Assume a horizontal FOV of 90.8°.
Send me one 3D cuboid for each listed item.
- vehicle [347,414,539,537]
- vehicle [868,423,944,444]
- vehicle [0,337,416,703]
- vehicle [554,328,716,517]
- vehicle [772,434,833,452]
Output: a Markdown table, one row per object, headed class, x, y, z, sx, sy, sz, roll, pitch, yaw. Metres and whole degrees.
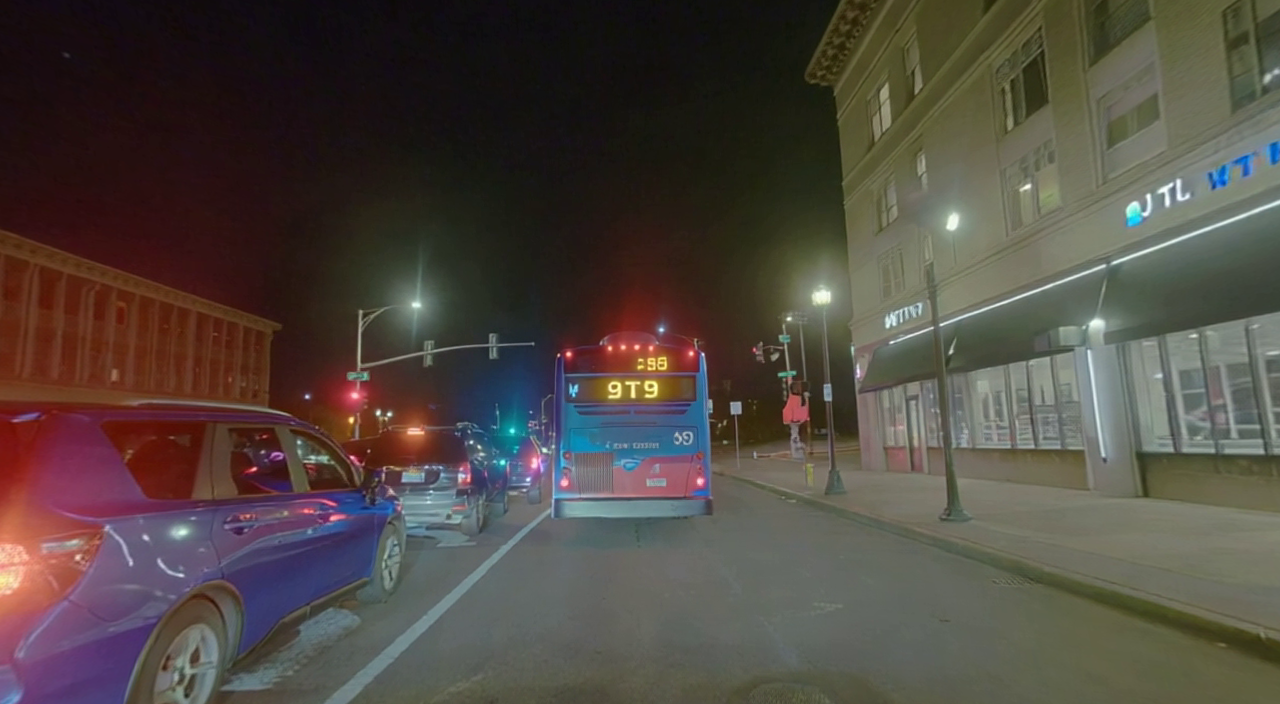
| class | x | y | z | sx | sy | sz | roll | pitch | yaw |
| --- | --- | --- | --- | --- | --- | --- | --- | --- | --- |
| vehicle | -3.345 | 2.210 | 11.893 | 2.096 | 1.828 | 4.669 | 0 | -8 | 0 |
| vehicle | 19.832 | 6.111 | 47.191 | 4.827 | 1.555 | 1.863 | 1 | -9 | -6 |
| vehicle | -3.217 | 1.090 | 3.963 | 2.020 | 1.725 | 4.384 | 0 | -8 | 0 |
| vehicle | -0.295 | 2.003 | 16.640 | 2.938 | 3.468 | 9.972 | 0 | -9 | -2 |
| vehicle | 11.964 | 6.737 | 46.649 | 3.949 | 1.337 | 1.738 | 0 | -9 | -2 |
